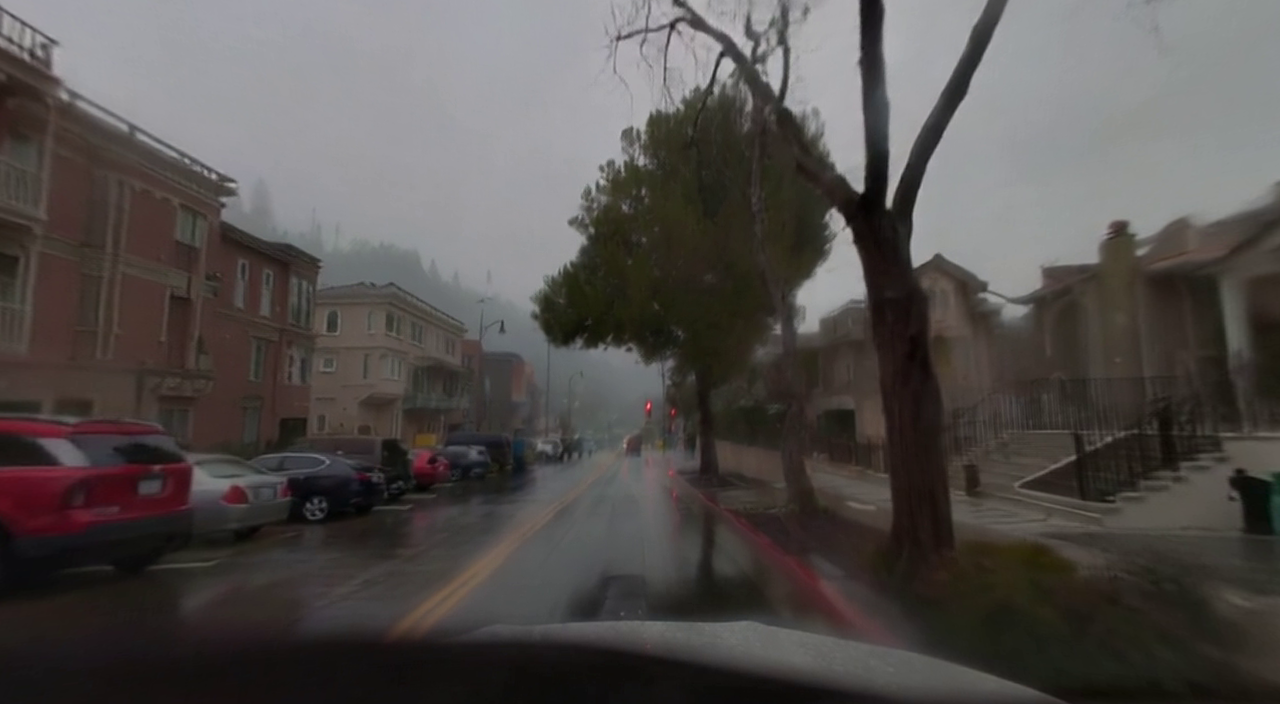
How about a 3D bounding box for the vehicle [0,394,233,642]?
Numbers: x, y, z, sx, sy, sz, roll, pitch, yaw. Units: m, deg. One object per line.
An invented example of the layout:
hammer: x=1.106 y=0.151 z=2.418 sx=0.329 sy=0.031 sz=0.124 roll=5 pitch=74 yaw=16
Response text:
vehicle: x=-7.444 y=1.530 z=6.460 sx=4.981 sy=1.975 sz=2.296 roll=-1 pitch=-9 yaw=4
